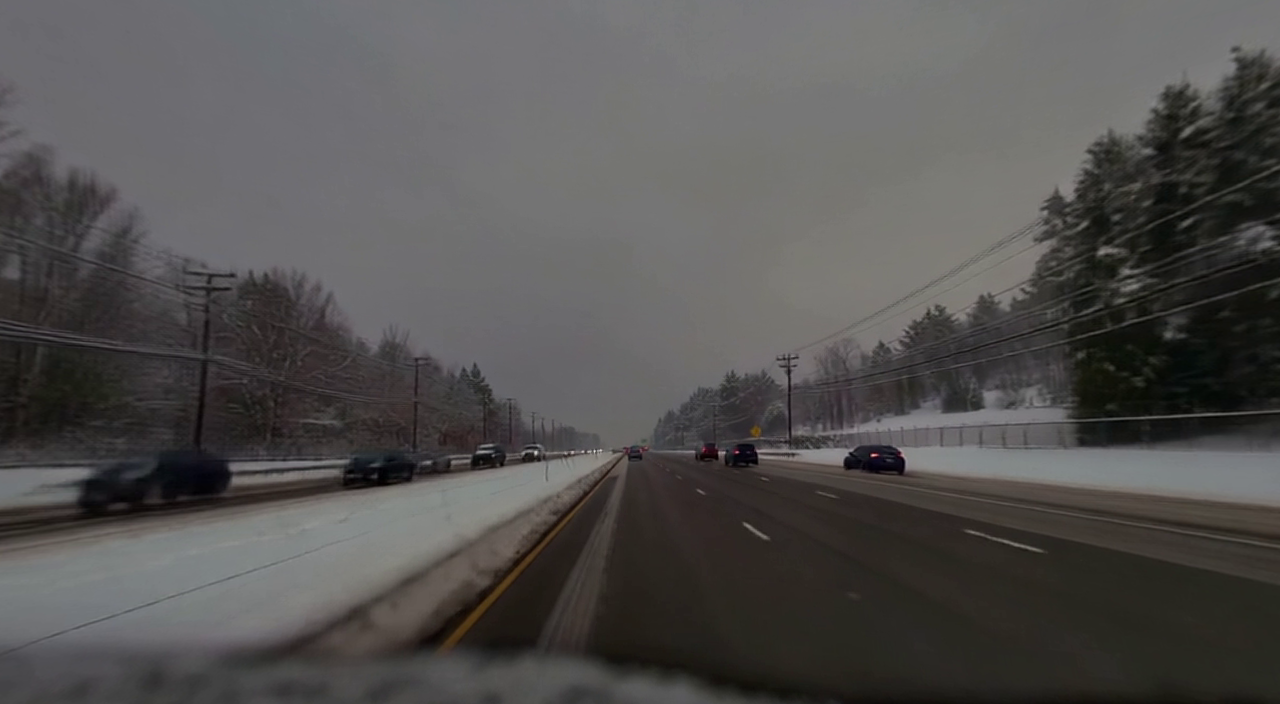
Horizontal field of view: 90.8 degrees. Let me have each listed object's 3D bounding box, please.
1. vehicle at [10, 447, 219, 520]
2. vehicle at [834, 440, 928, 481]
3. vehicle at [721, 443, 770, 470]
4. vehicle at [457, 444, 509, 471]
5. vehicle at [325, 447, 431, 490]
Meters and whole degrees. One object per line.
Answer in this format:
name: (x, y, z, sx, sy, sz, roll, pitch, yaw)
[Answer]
vehicle: (-13.134, 3.242, 16.195, 1.843, 1.602, 4.040, 0, -9, 0)
vehicle: (9.717, 4.391, 25.897, 1.969, 1.506, 4.422, 0, -9, -1)
vehicle: (6.313, 6.298, 38.268, 2.069, 1.520, 4.614, 0, -9, -1)
vehicle: (-10.246, 6.890, 41.585, 2.225, 1.643, 4.403, 0, -8, 1)
vehicle: (-10.038, 4.469, 24.664, 2.259, 1.507, 4.362, 0, -9, 0)
